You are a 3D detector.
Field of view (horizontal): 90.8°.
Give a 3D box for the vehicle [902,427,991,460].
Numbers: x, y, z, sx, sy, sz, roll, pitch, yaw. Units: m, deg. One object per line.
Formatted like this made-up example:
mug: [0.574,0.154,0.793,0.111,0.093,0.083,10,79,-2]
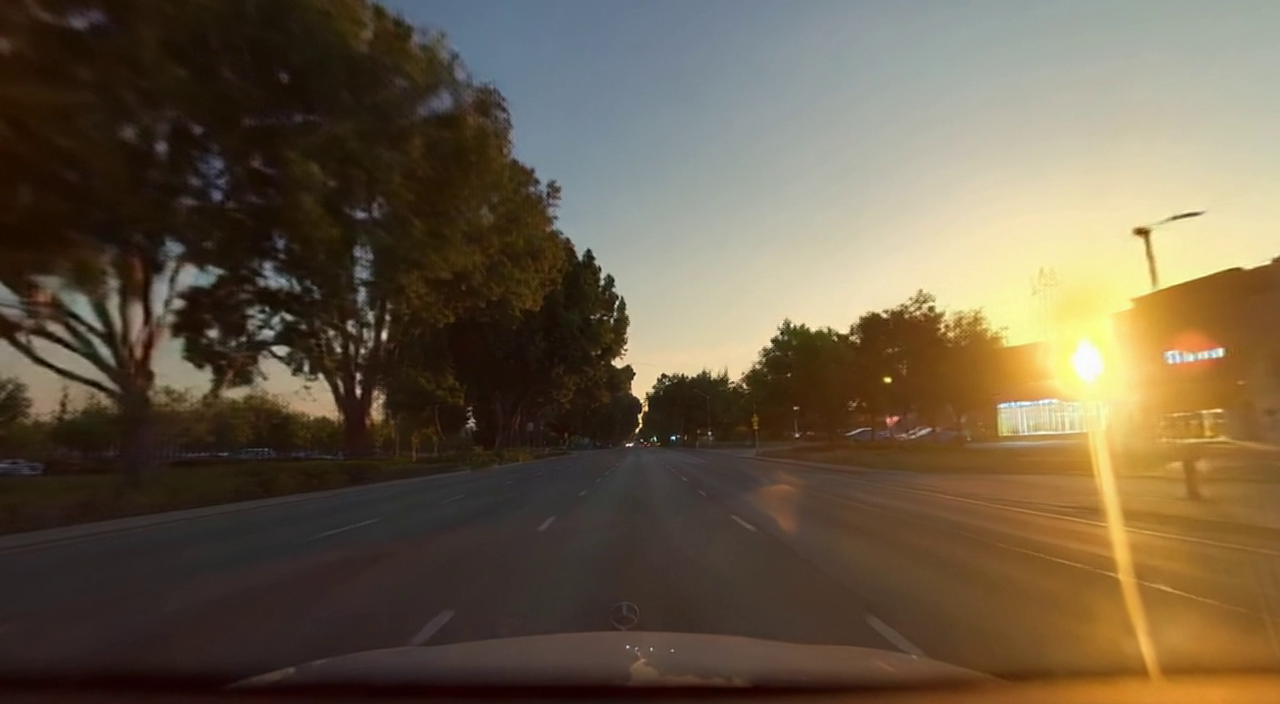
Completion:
vehicle: [23.272,6.937,48.081,5.460,1.980,2.188,-5,-8,1]
